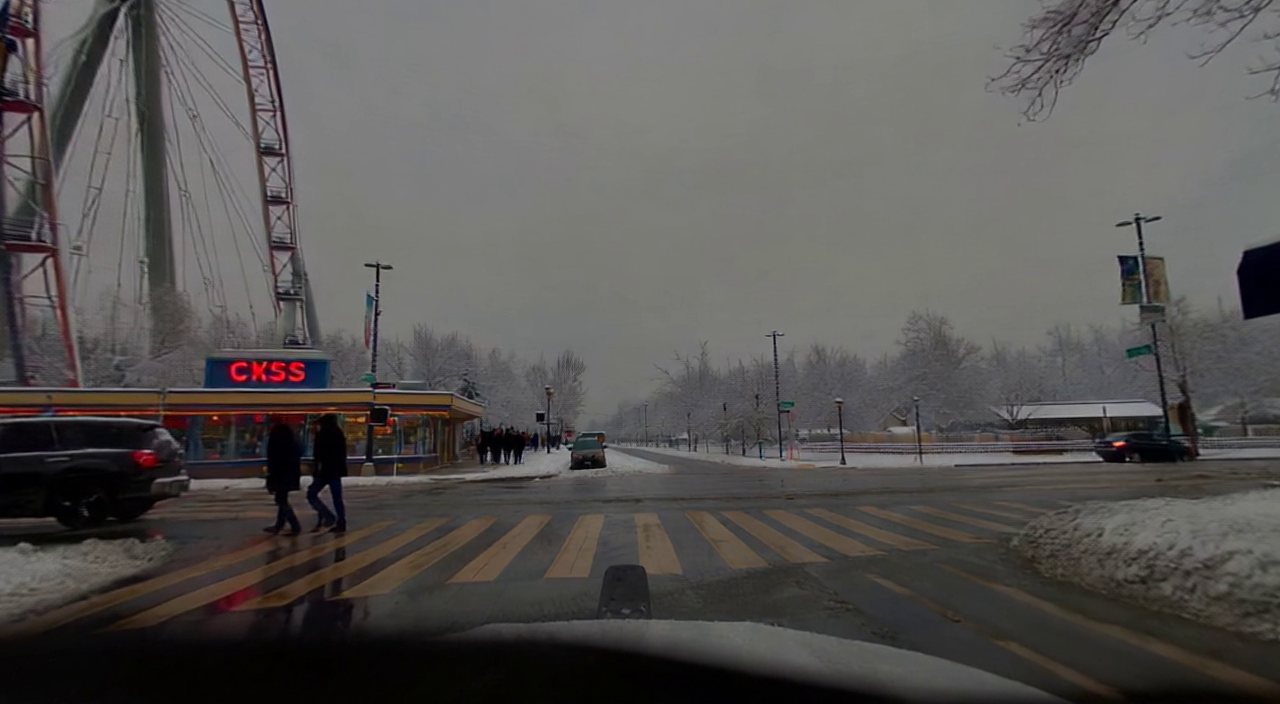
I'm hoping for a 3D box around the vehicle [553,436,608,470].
[{"bbox_3d":[-3.892,6.405,40.247,2.549,2.000,5.699,2,-9,-15],"label":"vehicle"}]

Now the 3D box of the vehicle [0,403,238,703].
[{"bbox_3d":[-3.372,0.788,1.200,1.940,1.505,4.676,-1,-9,3],"label":"vehicle"}]
